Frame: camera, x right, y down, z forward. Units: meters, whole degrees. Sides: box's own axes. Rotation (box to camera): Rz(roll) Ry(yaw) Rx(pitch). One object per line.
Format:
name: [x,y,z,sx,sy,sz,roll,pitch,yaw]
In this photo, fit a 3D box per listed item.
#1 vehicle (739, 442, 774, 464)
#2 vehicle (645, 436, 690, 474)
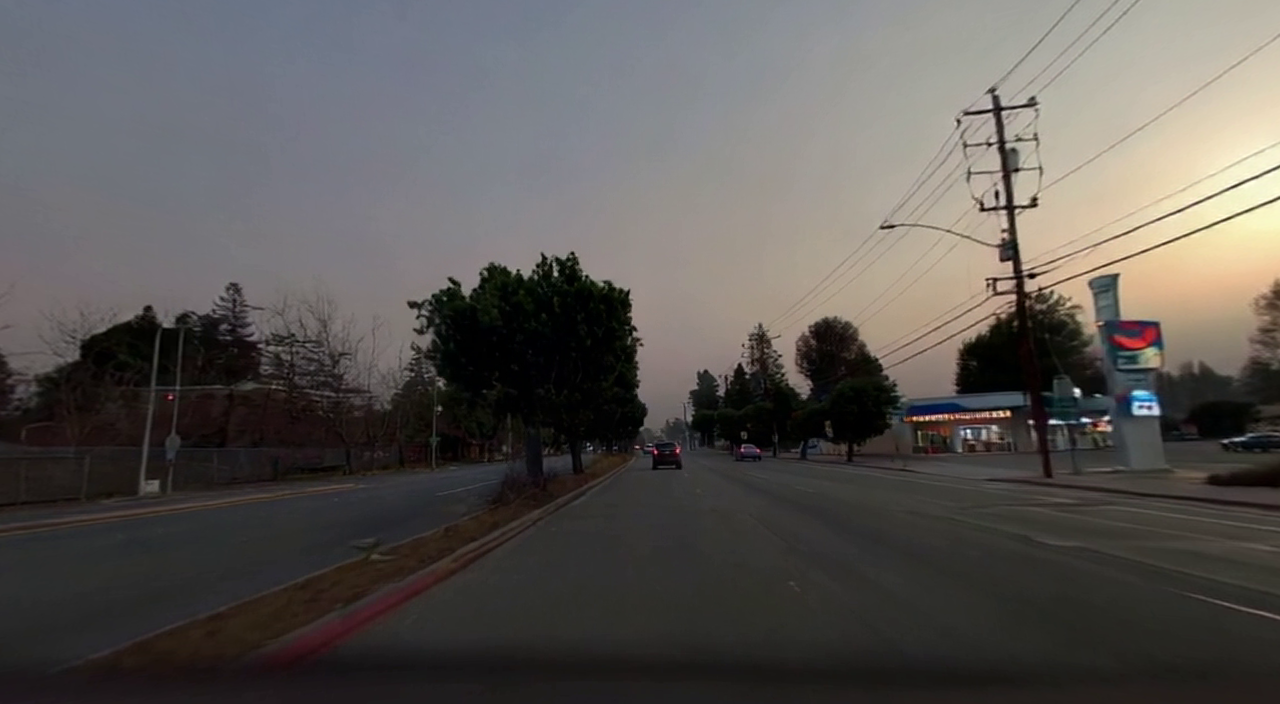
vehicle: [8.224,7.172,44.806,1.760,1.481,4.161,0,-8,0]
vehicle: [1.381,5.426,33.383,2.141,1.842,4.889,0,-8,0]
